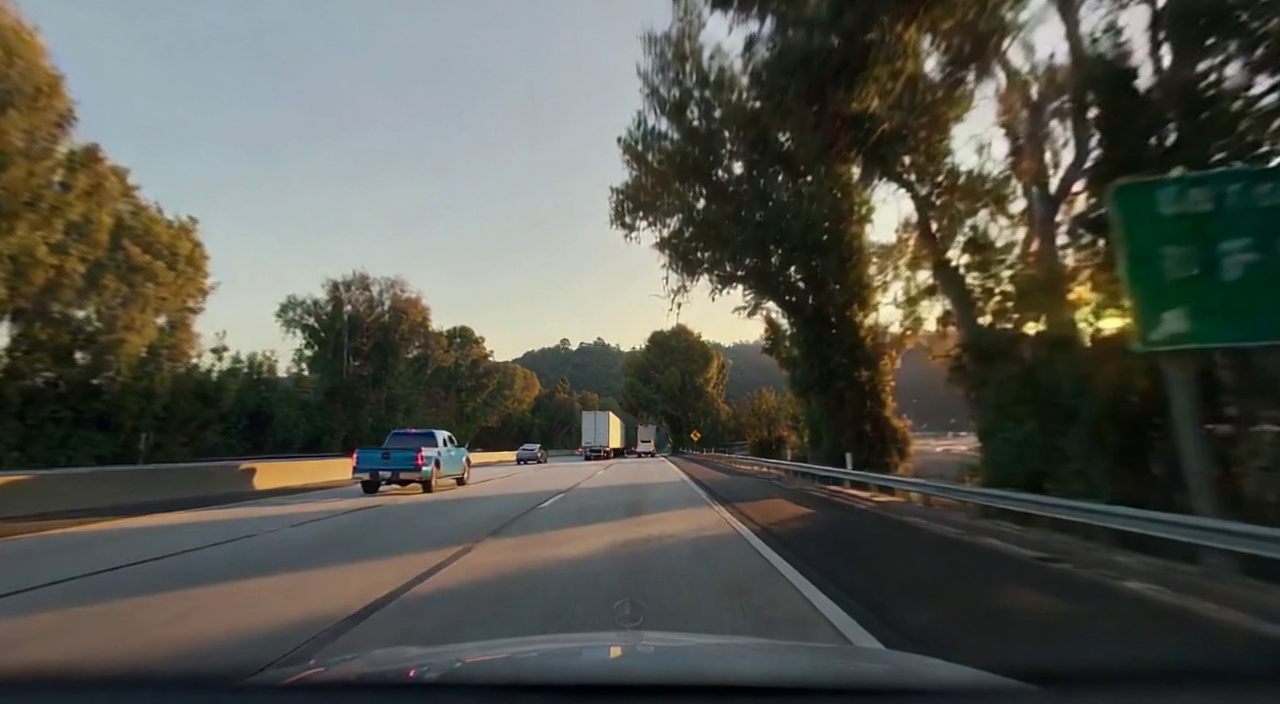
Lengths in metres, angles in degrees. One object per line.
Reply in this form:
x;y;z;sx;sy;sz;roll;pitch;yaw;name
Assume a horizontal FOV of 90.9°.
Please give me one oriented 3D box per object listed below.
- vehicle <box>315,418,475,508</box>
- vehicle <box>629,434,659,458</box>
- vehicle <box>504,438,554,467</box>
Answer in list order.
-5.783;2.689;15.686;2.149;1.884;4.627;0;-8;-1;vehicle
0.264;6.874;46.158;2.072;1.630;4.529;0;-8;0;vehicle
-7.210;6.572;41.588;2.258;1.785;5.318;0;-8;1;vehicle
